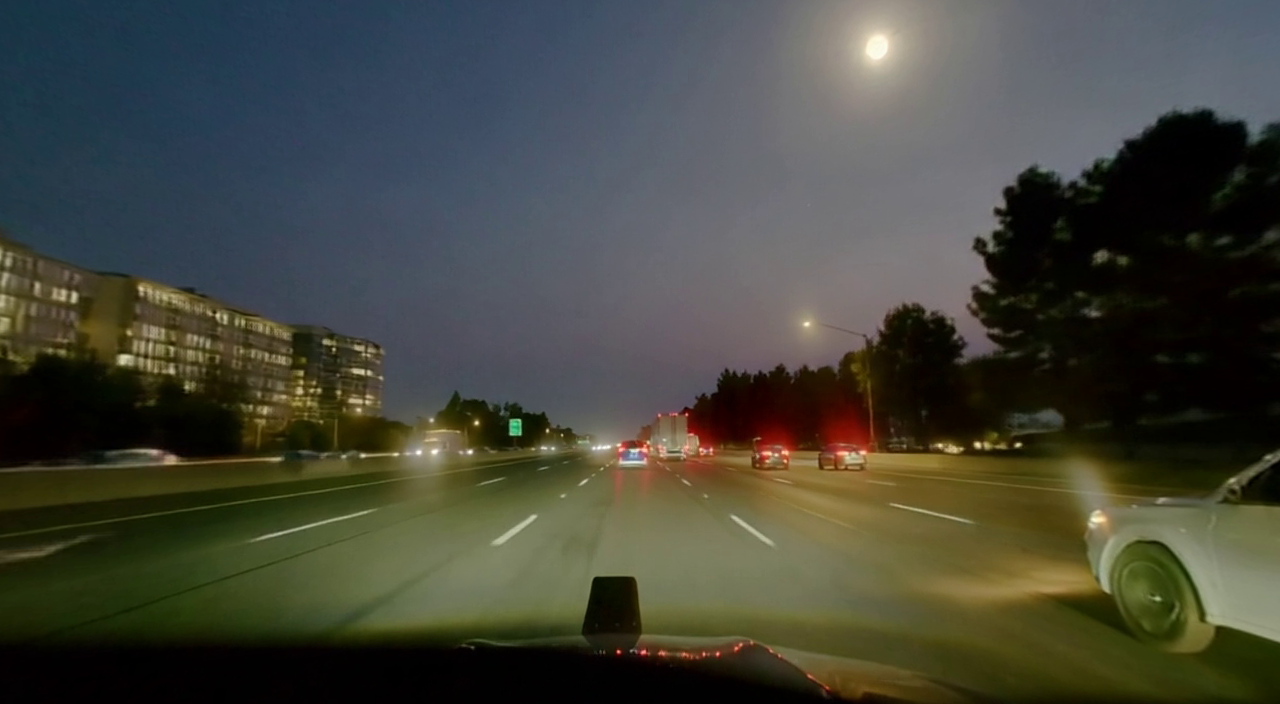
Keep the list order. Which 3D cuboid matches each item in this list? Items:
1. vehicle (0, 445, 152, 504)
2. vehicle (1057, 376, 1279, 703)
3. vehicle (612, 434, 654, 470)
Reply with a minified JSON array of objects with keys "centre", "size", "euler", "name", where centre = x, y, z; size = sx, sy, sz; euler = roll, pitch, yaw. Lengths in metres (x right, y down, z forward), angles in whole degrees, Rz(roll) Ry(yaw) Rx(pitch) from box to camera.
[{"centre":[-18.450,3.764,20.028],"size":[2.031,1.618,4.888],"euler":[0,-8,0],"name":"vehicle"},{"centre":[3.528,0.764,1.597],"size":[1.950,1.596,4.326],"euler":[0,-8,0],"name":"vehicle"},{"centre":[-0.417,5.758,36.578],"size":[2.297,1.912,4.355],"euler":[0,-8,-1],"name":"vehicle"}]
